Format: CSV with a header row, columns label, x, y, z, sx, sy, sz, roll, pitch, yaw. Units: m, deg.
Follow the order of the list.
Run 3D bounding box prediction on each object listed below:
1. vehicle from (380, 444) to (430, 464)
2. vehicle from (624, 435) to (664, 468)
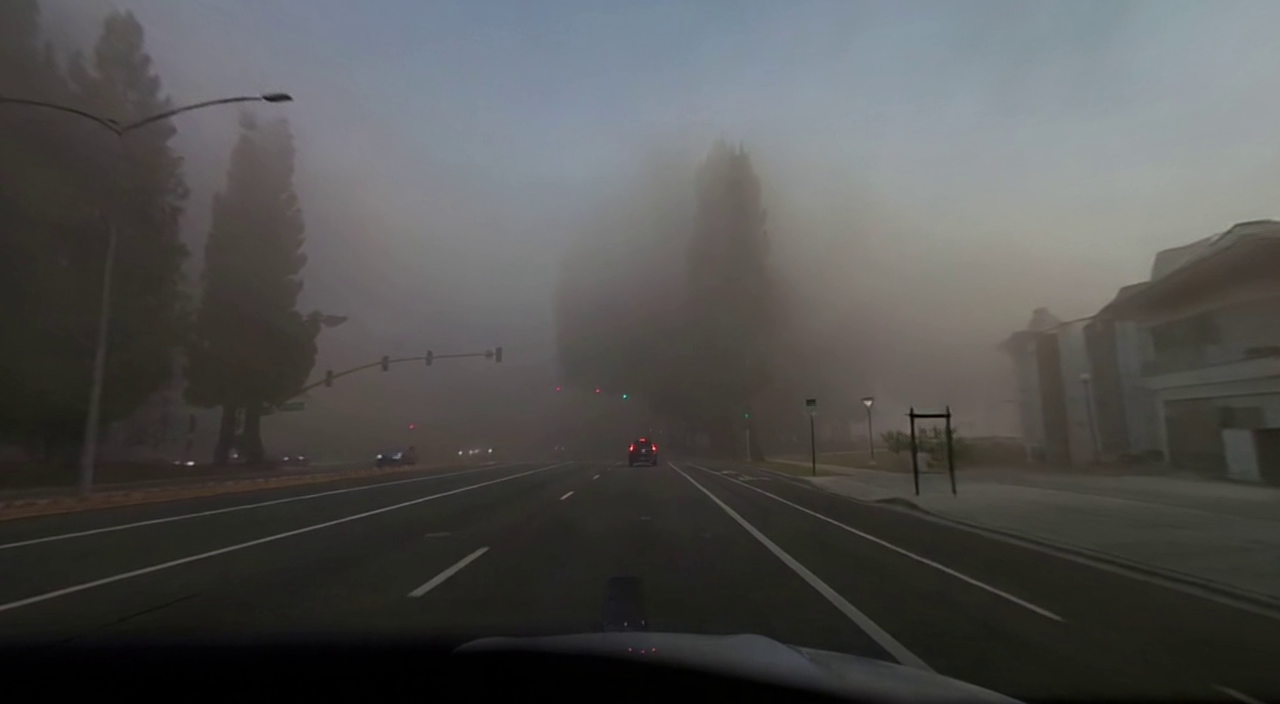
label,x,y,z,sx,sy,sz,roll,pitch,yaw
vehicle,-17.846,7.729,48.115,1.986,1.438,4.620,0,-9,0
vehicle,0.214,5.673,36.126,2.169,1.751,4.276,0,-9,0
